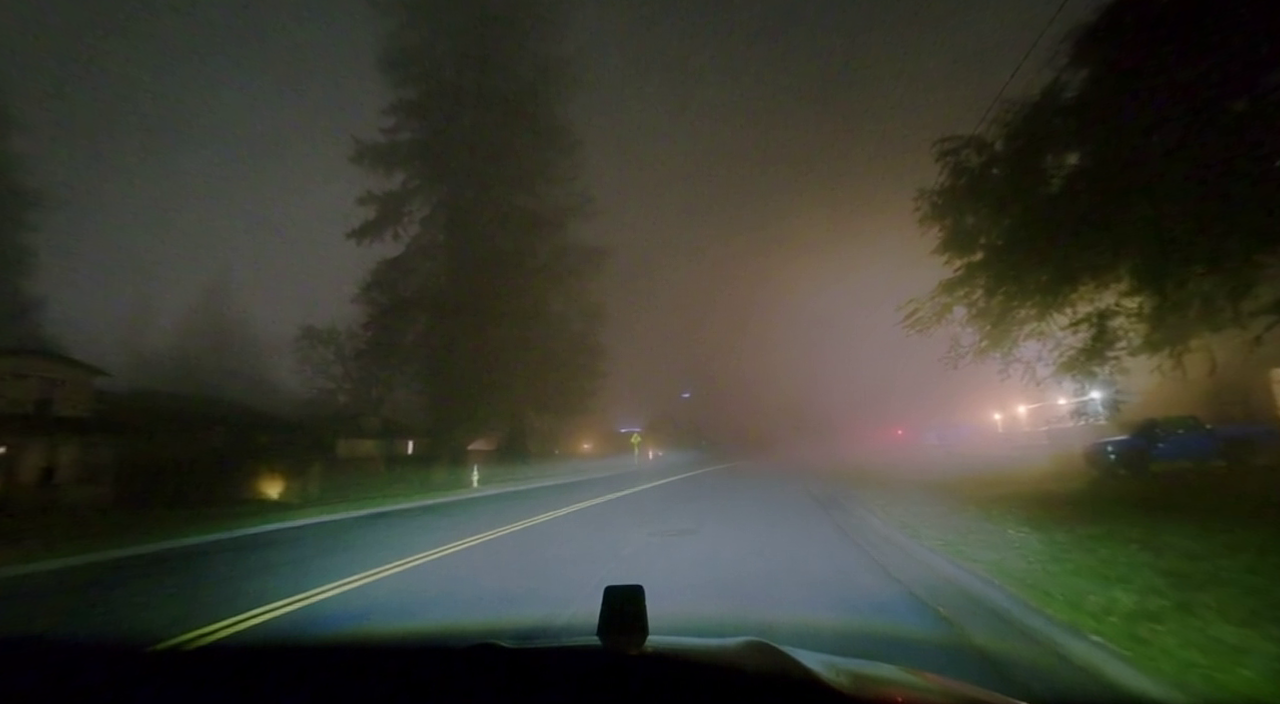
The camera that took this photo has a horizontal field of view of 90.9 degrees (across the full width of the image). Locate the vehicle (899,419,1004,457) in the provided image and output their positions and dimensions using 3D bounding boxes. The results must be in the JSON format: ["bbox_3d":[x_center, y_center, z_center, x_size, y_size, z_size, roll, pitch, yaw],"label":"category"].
[{"bbox_3d":[19.676,5.563,40.173,5.704,1.788,2.095,-9,-13,21],"label":"vehicle"}]

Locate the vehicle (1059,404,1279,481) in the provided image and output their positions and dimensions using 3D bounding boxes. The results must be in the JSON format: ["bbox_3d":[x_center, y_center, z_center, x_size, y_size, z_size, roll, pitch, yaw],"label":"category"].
[{"bbox_3d":[13.184,2.165,15.137,4.644,1.441,2.074,-8,-11,18],"label":"vehicle"}]
